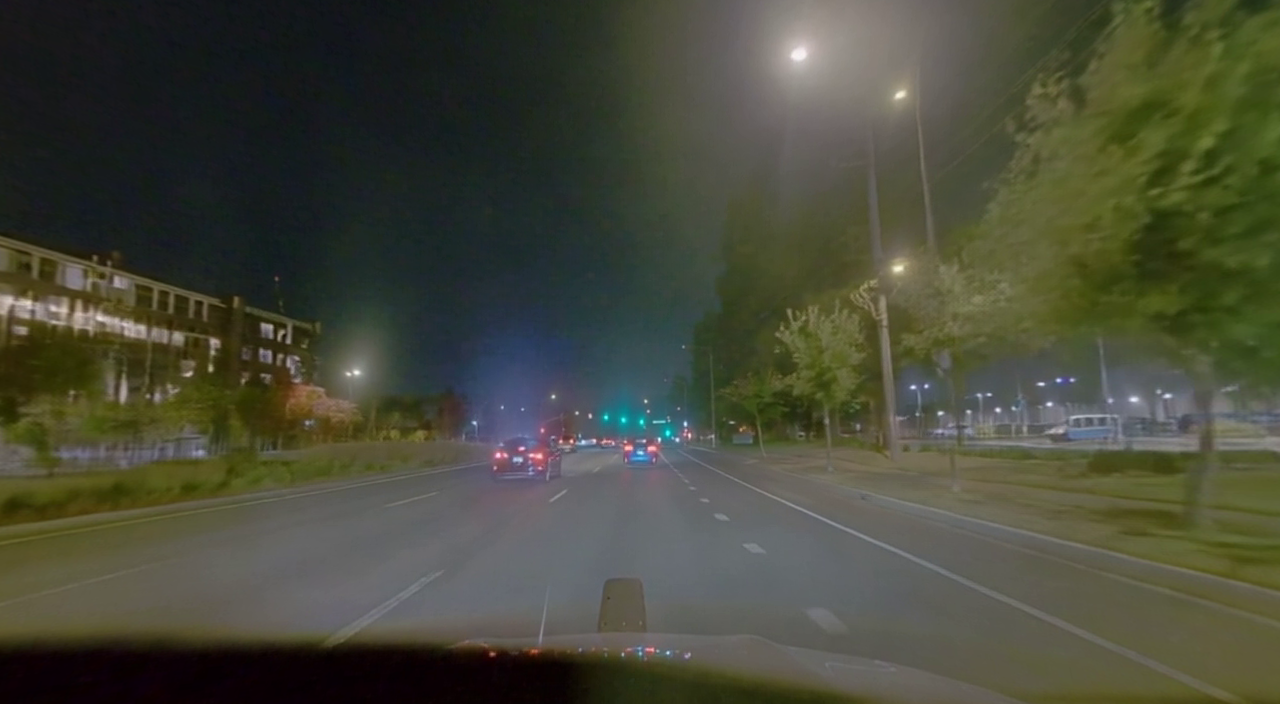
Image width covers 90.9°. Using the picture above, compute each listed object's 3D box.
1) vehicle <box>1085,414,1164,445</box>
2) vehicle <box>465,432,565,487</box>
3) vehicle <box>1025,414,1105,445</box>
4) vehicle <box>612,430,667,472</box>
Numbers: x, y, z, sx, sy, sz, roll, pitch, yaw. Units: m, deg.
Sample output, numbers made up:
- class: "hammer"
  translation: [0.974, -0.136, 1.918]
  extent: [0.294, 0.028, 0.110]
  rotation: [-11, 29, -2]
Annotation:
- class: "vehicle"
  translation: [24.461, 3.981, 31.985]
  extent: [1.741, 1.416, 3.831]
  rotation: [-2, -9, 15]
- class: "vehicle"
  translation: [-3.711, 3.298, 19.672]
  extent: [1.942, 1.462, 4.905]
  rotation: [0, -8, 2]
- class: "vehicle"
  translation: [21.955, 4.070, 32.820]
  extent: [1.833, 1.471, 4.656]
  rotation: [-2, -9, 13]
- class: "vehicle"
  translation: [-0.037, 4.288, 27.520]
  extent: [2.199, 1.652, 4.101]
  rotation: [0, -8, 0]
